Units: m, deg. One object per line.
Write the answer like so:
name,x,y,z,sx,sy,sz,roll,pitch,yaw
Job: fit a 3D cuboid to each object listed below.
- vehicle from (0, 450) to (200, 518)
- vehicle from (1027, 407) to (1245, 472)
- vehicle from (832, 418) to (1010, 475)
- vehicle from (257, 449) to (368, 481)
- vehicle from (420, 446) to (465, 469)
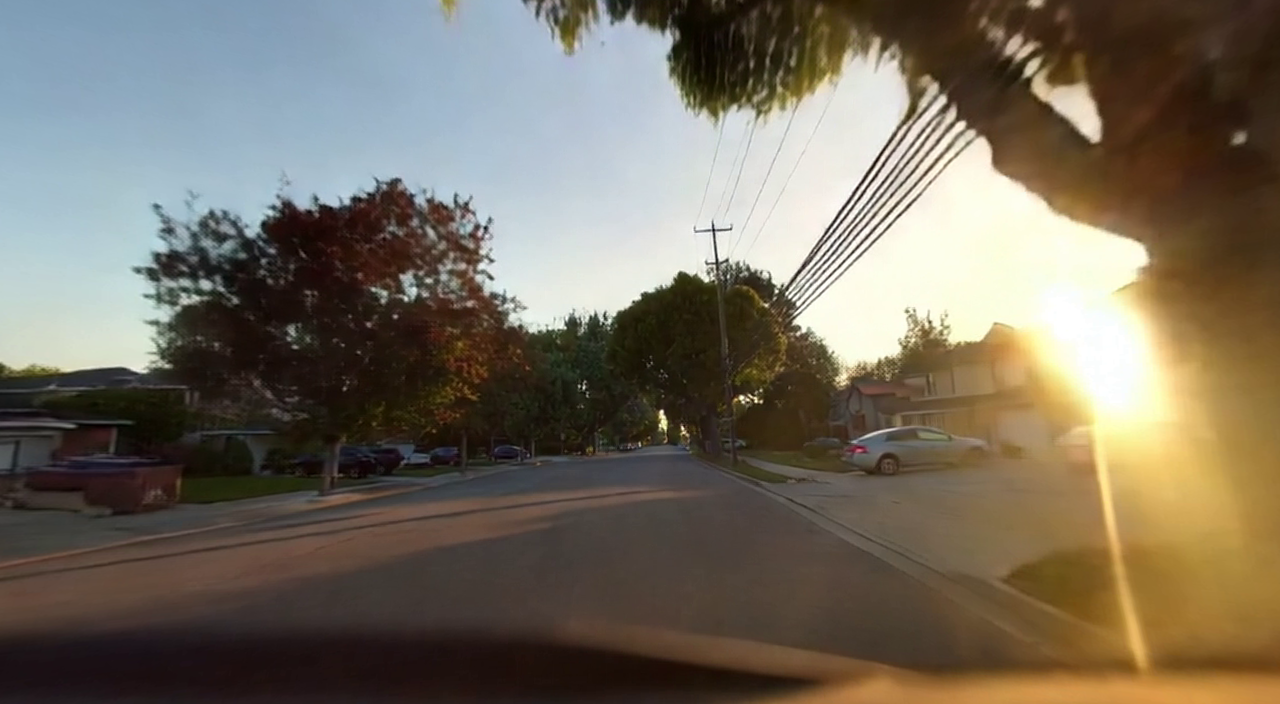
vehicle,-14.259,3.368,16.417,4.260,1.588,1.927,-1,-8,5
vehicle,13.000,2.332,16.795,4.122,1.610,1.888,0,-8,2
vehicle,9.299,3.152,21.225,4.952,1.775,2.089,0,-8,-1
vehicle,-16.460,5.685,31.923,4.519,1.508,2.018,0,-8,3
vehicle,-14.996,8.024,48.203,1.816,1.614,4.866,0,-8,1
